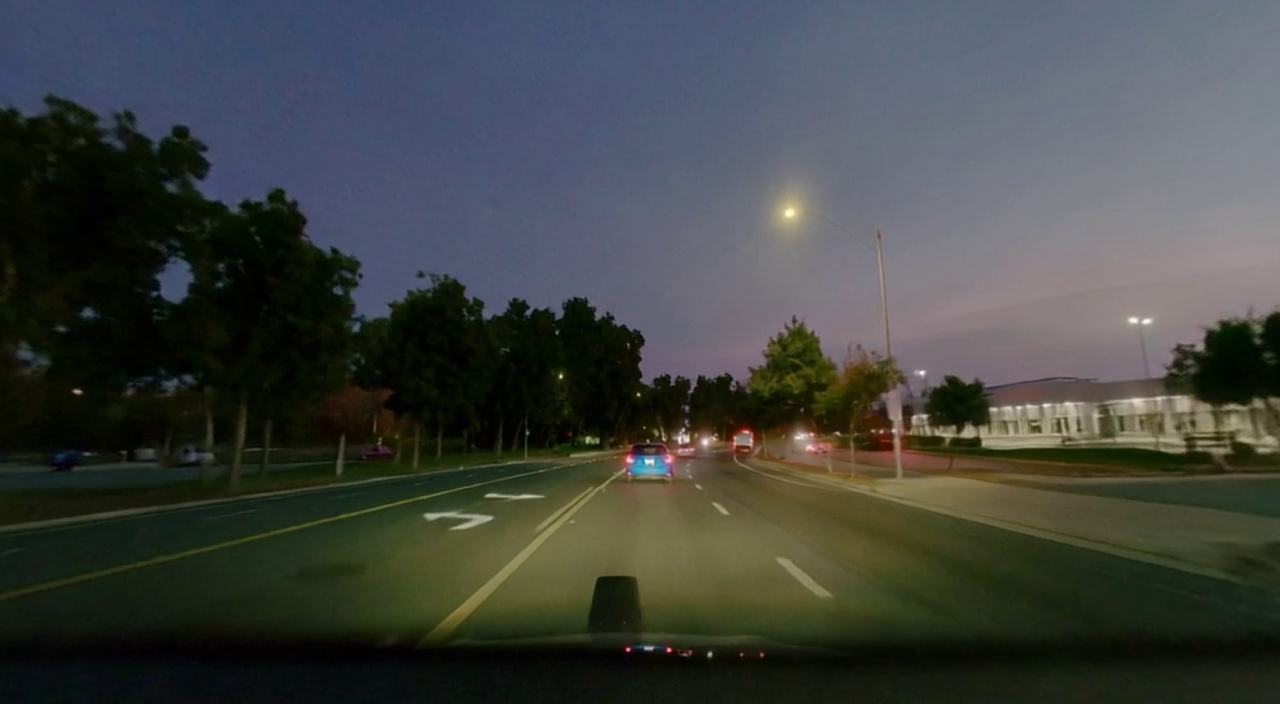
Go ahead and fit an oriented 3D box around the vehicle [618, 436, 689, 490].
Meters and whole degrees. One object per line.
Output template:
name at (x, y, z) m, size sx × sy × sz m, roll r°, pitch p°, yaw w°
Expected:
vehicle at (0.417, 3.457, 19.951) m, size 2.010 × 1.535 × 3.735 m, roll 0°, pitch -8°, yaw 1°
